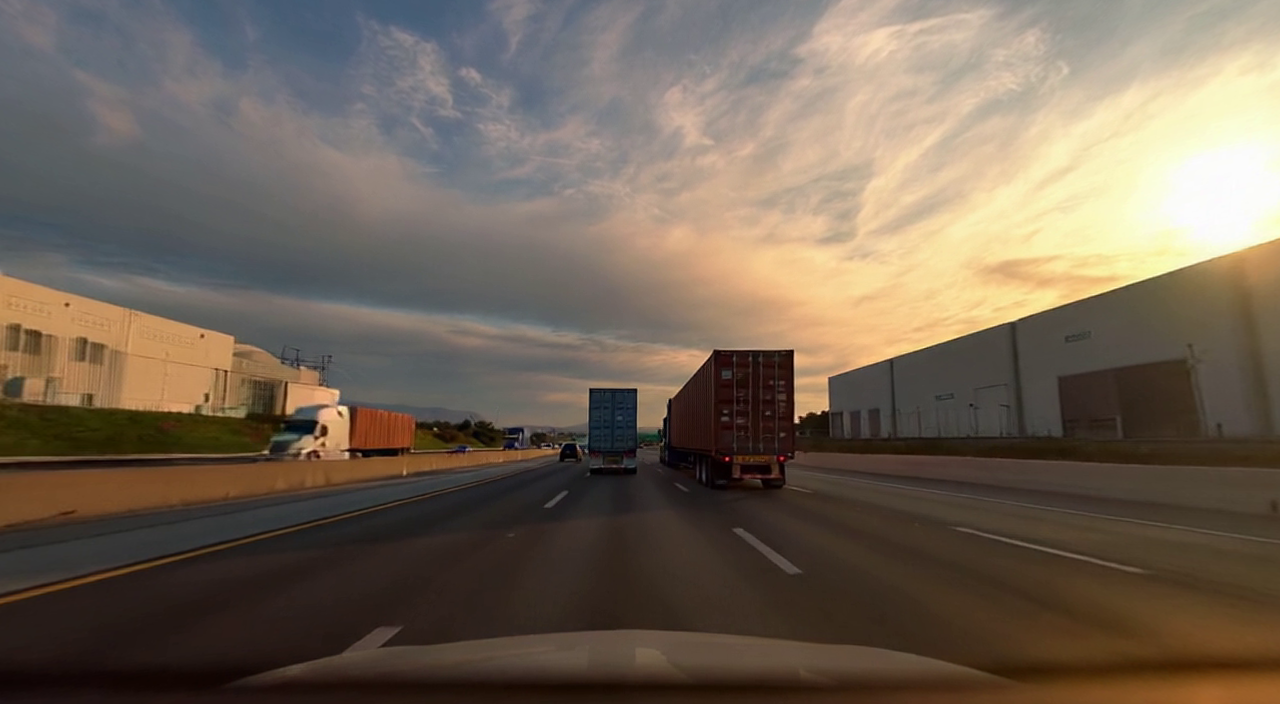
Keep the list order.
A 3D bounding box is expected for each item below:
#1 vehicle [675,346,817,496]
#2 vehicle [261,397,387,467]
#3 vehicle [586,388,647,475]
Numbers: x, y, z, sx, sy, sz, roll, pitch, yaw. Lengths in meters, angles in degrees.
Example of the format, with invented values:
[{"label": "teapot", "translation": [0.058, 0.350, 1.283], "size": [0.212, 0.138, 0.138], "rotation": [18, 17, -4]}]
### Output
[{"label": "vehicle", "translation": [3.200, 2.788, 23.557], "size": [2.803, 4.072, 12.744], "rotation": [0, -9, -1]}, {"label": "vehicle", "translation": [-21.676, 5.757, 44.731], "size": [3.084, 4.220, 12.355], "rotation": [0, -9, -3]}, {"label": "vehicle", "translation": [-1.211, 4.613, 35.767], "size": [2.841, 4.071, 12.046], "rotation": [0, -9, -1]}]
